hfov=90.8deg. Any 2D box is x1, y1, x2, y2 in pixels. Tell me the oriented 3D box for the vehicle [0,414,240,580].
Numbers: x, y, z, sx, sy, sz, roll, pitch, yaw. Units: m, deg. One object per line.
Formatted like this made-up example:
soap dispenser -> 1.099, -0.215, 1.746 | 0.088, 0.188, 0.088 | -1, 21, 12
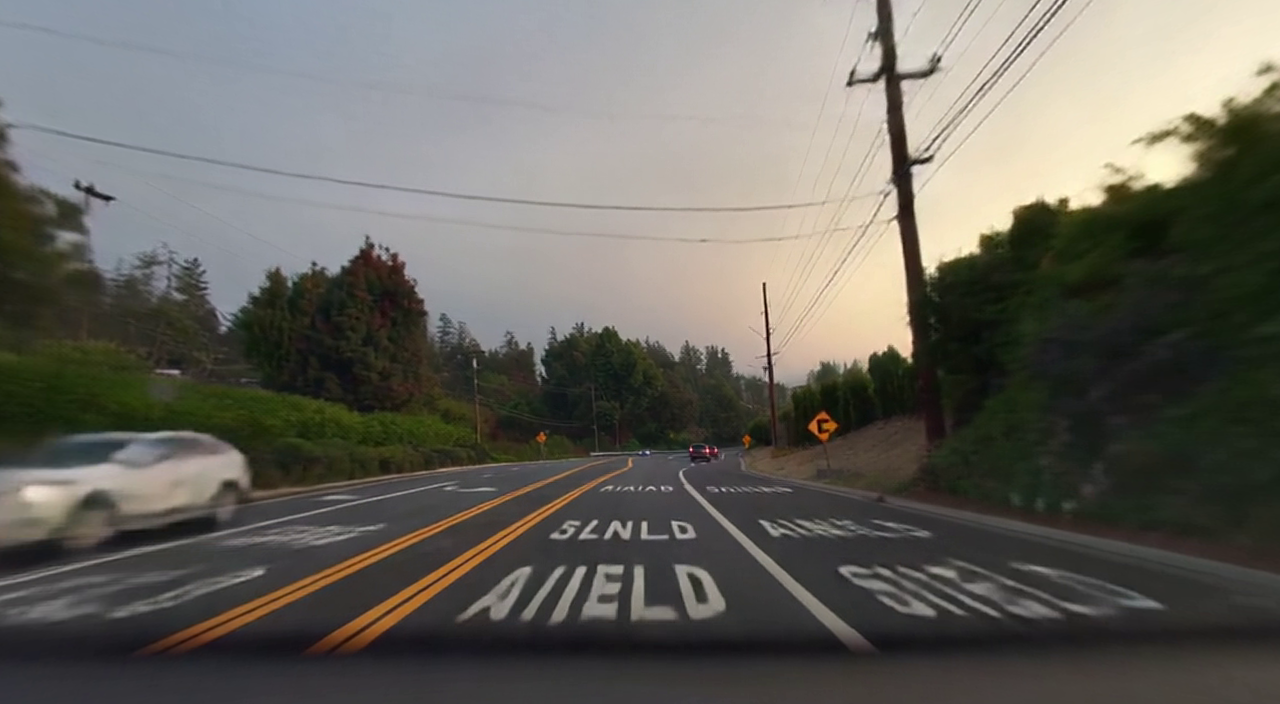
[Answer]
vehicle -> -7.657, 1.765, 8.324 | 2.056, 1.677, 4.282 | 0, -9, -2
